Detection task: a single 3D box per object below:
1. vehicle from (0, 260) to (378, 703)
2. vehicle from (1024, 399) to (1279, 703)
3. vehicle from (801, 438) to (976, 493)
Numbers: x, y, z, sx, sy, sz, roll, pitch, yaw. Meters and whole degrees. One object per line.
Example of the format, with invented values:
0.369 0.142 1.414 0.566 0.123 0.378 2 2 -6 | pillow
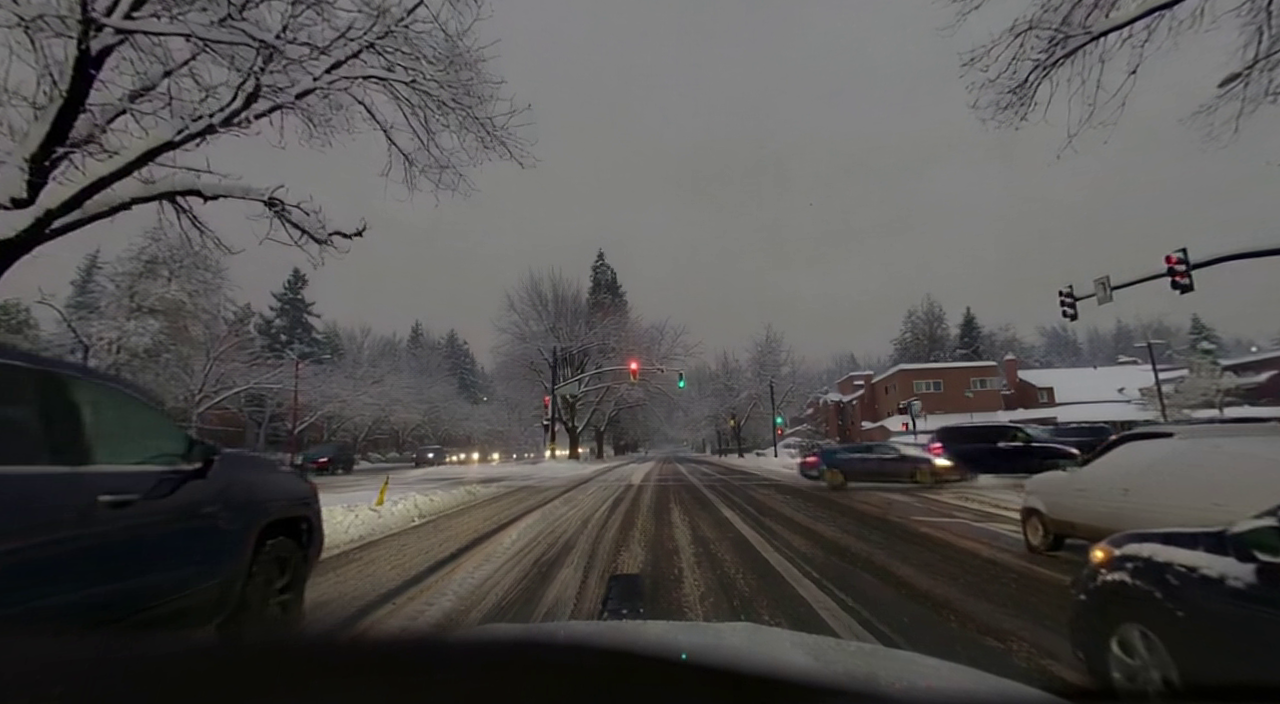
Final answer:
-3.252 0.714 2.519 2.231 1.898 4.985 0 -8 0 | vehicle
3.093 0.758 1.165 1.990 1.454 4.490 0 -8 1 | vehicle
6.519 2.970 16.753 4.050 1.304 1.921 -3 -9 21 | vehicle
